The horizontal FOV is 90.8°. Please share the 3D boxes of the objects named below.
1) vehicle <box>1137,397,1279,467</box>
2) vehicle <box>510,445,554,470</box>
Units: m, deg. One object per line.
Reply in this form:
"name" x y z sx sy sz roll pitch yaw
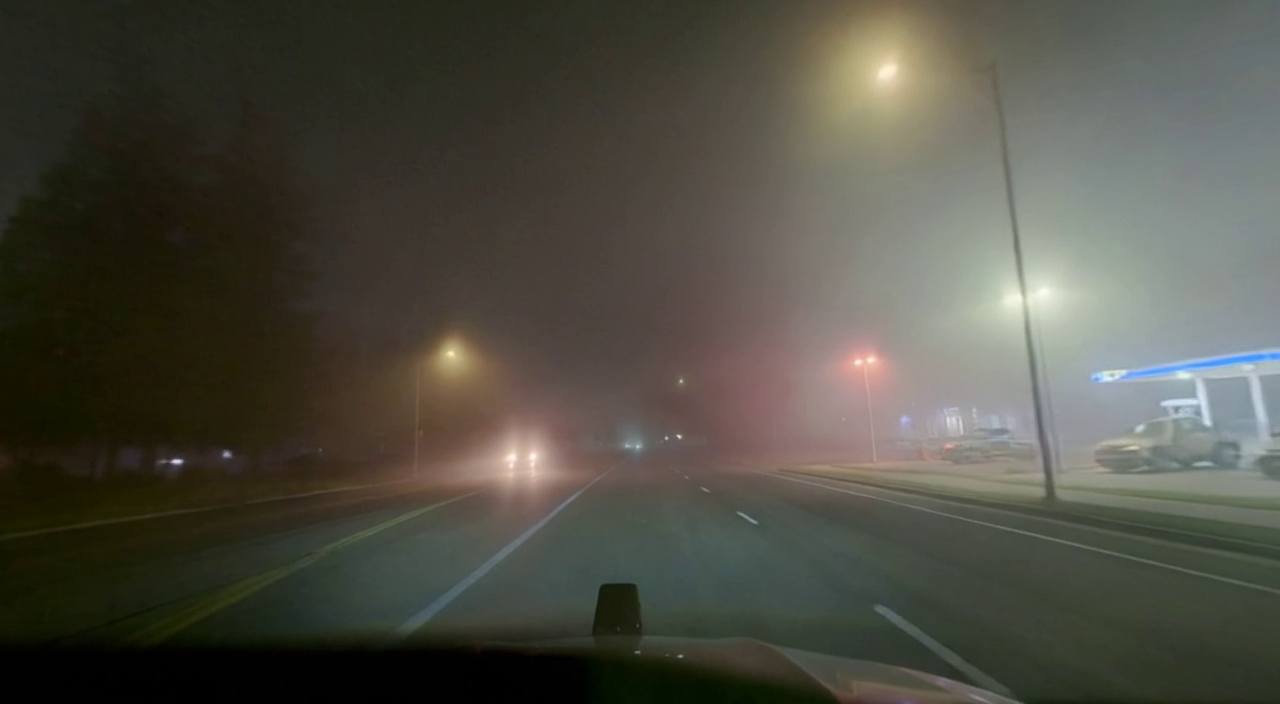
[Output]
"vehicle" 16.620 2.163 17.087 4.594 1.751 2.071 0 -8 -2
"vehicle" -7.108 6.967 41.964 2.079 1.489 4.515 0 -8 1
